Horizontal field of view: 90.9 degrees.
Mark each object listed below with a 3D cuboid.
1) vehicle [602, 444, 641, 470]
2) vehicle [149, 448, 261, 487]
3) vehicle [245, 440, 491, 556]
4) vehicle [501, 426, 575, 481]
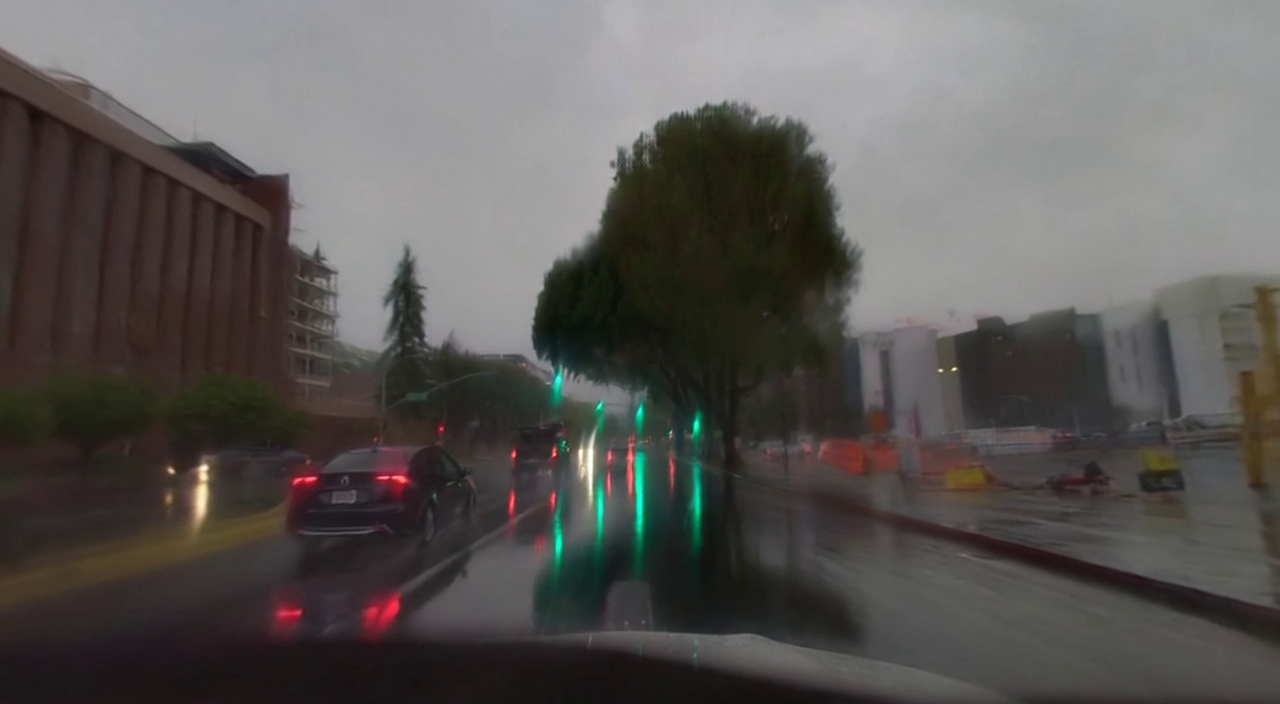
[{"bbox_3d":[-1.083,6.242,37.673,2.171,1.422,4.146,0,-8,-1],"label":"vehicle"},{"bbox_3d":[-19.884,5.261,29.084,2.029,1.637,4.338,0,-8,0],"label":"vehicle"},{"bbox_3d":[-3.892,2.149,10.093,1.959,1.406,4.527,0,-8,-1],"label":"vehicle"},{"bbox_3d":[-4.098,4.167,26.114,2.240,2.054,4.662,0,-8,1],"label":"vehicle"}]
